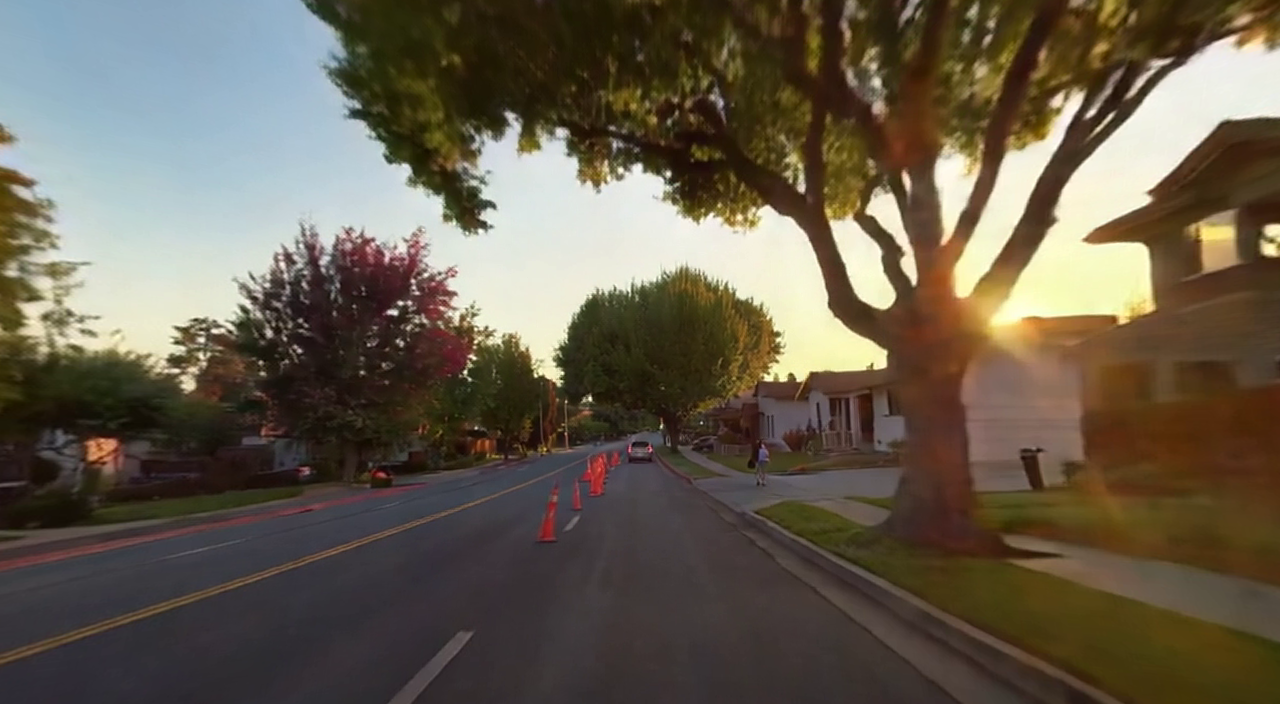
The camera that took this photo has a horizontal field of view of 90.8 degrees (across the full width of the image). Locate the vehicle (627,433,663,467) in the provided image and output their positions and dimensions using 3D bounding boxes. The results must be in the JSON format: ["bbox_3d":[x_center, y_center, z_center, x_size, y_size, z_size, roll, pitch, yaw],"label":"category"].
[{"bbox_3d":[0.244,6.242,40.195,2.169,2.015,5.206,0,-9,-1],"label":"vehicle"}]
